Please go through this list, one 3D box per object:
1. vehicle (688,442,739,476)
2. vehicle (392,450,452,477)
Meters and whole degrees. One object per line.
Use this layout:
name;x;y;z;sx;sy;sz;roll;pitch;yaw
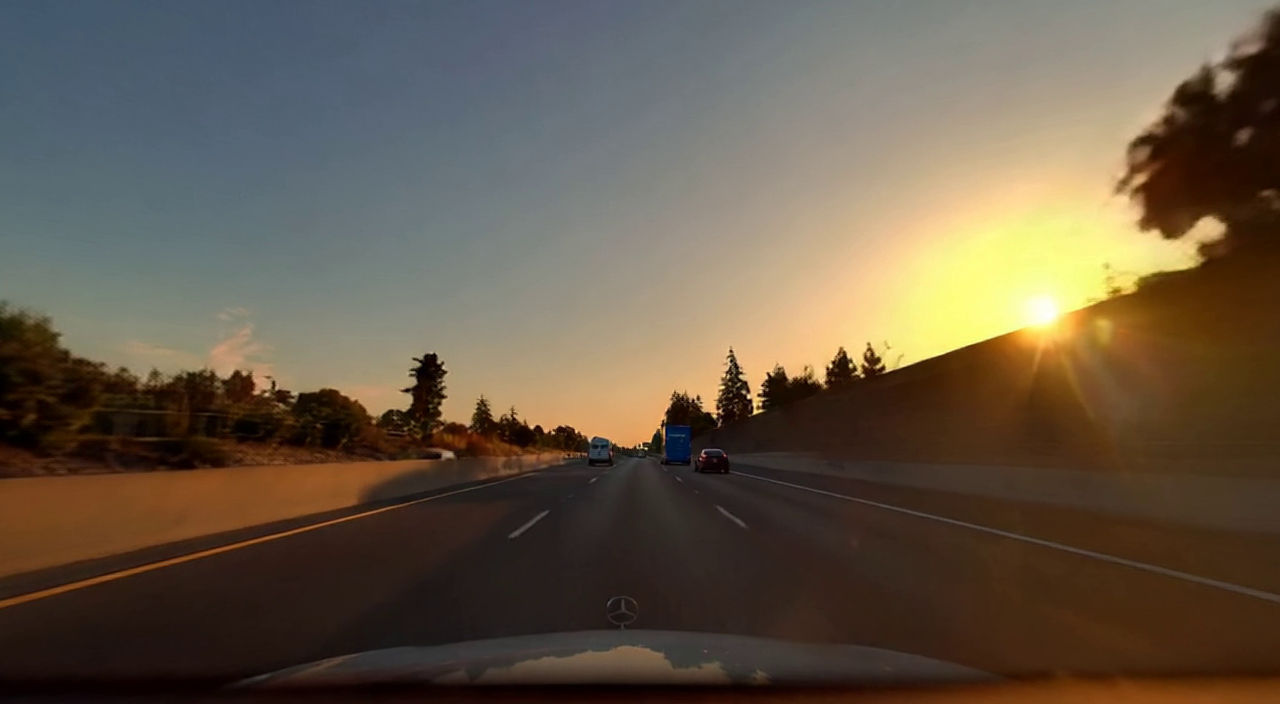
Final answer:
vehicle;3.793;5.607;33.232;2.066;1.638;4.158;0;-9;-2
vehicle;-12.627;6.480;36.917;1.855;1.481;4.580;0;-9;0
